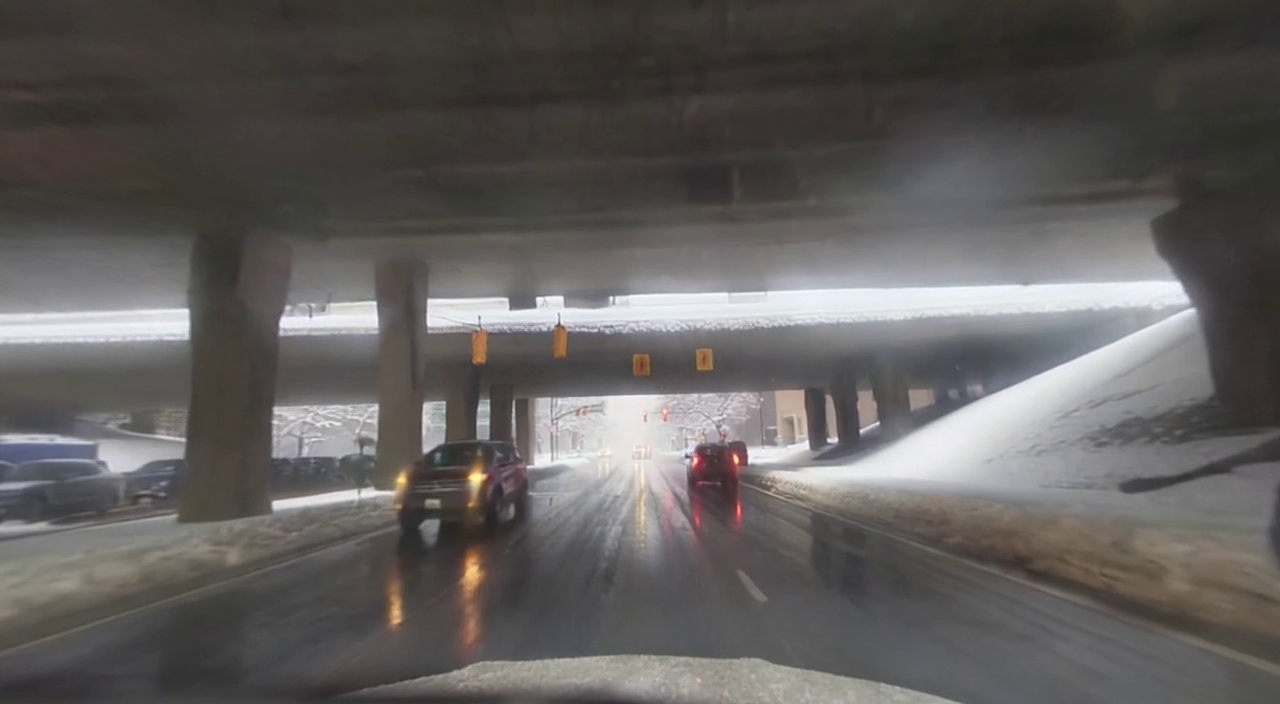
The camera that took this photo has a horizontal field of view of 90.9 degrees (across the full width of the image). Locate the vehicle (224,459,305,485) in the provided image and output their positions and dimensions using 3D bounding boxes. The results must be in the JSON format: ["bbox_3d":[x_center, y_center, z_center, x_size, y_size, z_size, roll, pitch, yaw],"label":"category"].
[{"bbox_3d":[-24.370,7.794,41.210,2.128,1.493,4.955,-1,-8,2],"label":"vehicle"}]

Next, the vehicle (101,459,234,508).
[{"bbox_3d":[-18.179,5.031,24.566,1.778,1.629,4.330,0,-8,1],"label":"vehicle"}]

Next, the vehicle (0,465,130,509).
[{"bbox_3d":[-24.659,5.715,27.032,1.771,1.516,4.508,0,-8,0],"label":"vehicle"}]

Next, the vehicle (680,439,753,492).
[{"bbox_3d":[2.446,3.744,21.122,1.947,1.576,3.825,0,-8,-1],"label":"vehicle"}]

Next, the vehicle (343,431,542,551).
[{"bbox_3d":[-3.099,2.262,10.984,2.076,1.653,4.152,0,-8,1],"label":"vehicle"}]
